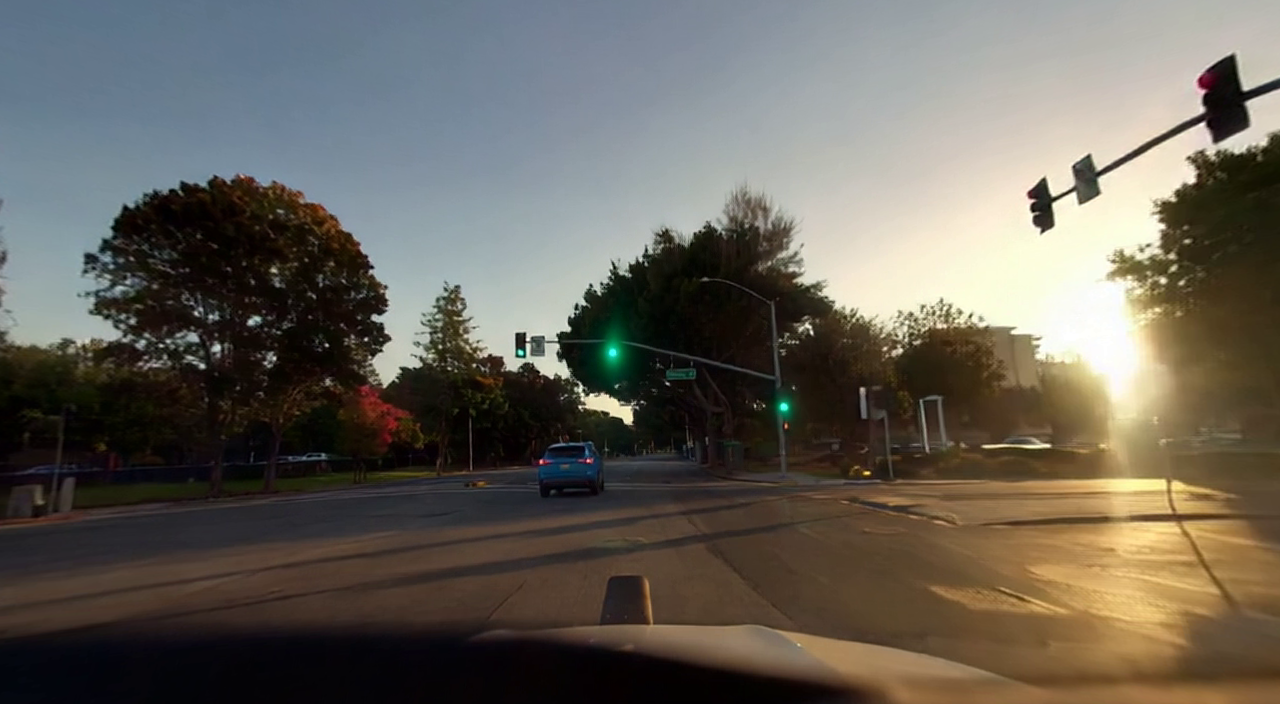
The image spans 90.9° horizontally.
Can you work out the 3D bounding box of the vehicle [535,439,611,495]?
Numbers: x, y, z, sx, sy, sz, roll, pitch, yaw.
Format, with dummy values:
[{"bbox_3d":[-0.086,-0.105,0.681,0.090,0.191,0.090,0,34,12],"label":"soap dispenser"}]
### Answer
[{"bbox_3d":[-2.272,4.054,22.698,2.123,1.799,4.425,0,-8,2],"label":"vehicle"}]
